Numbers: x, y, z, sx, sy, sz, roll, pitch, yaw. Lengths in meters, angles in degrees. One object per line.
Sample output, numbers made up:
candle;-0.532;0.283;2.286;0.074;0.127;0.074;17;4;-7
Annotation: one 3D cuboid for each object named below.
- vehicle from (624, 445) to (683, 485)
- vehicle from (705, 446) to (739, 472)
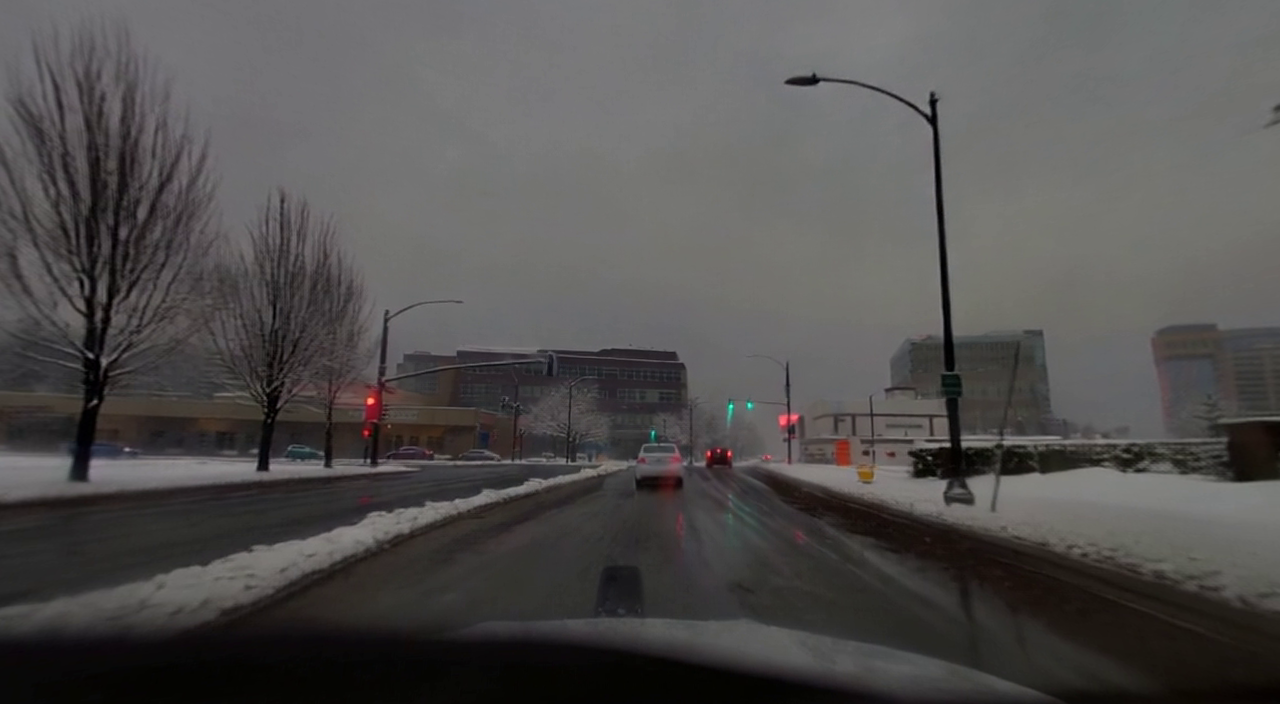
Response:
vehicle;0.643;4.495;25.470;2.173;1.479;4.264;-1;-9;4
vehicle;6.242;8.160;48.539;2.092;1.851;4.913;0;-9;2
